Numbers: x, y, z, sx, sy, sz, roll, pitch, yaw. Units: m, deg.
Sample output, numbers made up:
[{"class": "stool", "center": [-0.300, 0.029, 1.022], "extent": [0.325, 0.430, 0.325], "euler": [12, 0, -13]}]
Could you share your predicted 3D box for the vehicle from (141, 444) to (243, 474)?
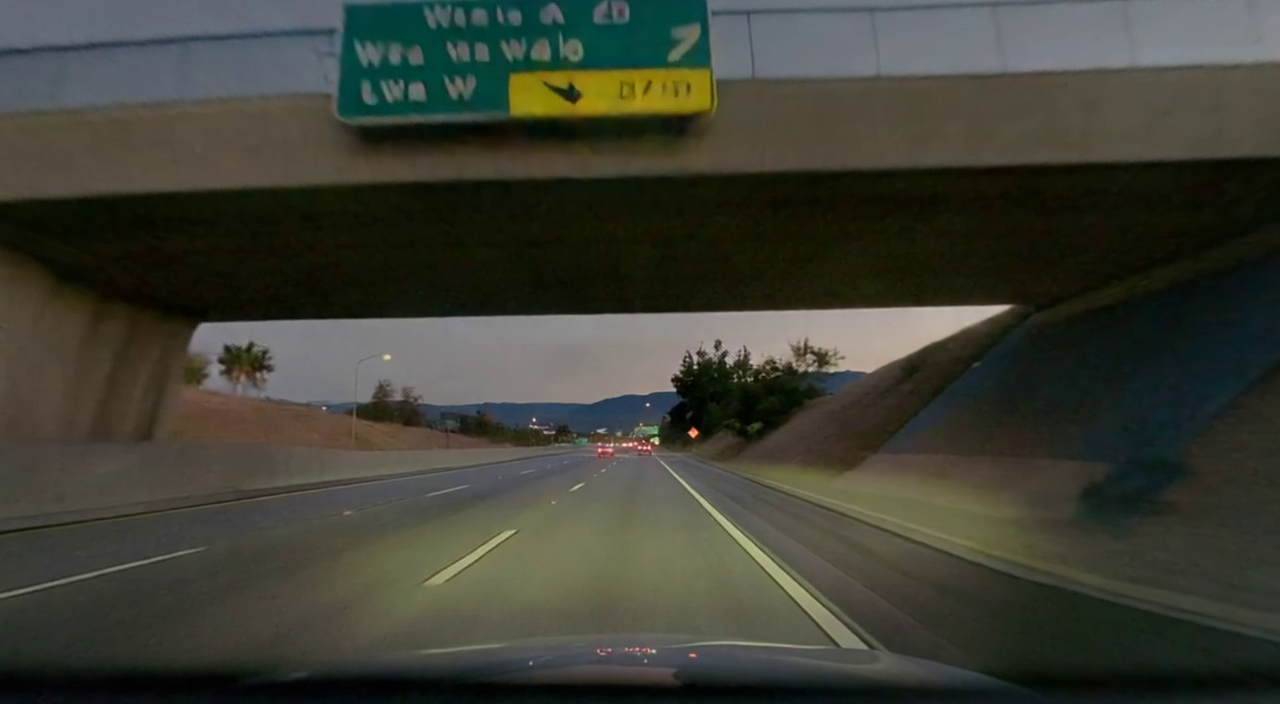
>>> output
[{"class": "vehicle", "center": [-32.359, 7.731, 45.849], "extent": [2.455, 2.029, 6.614], "euler": [0, -9, 2]}]
